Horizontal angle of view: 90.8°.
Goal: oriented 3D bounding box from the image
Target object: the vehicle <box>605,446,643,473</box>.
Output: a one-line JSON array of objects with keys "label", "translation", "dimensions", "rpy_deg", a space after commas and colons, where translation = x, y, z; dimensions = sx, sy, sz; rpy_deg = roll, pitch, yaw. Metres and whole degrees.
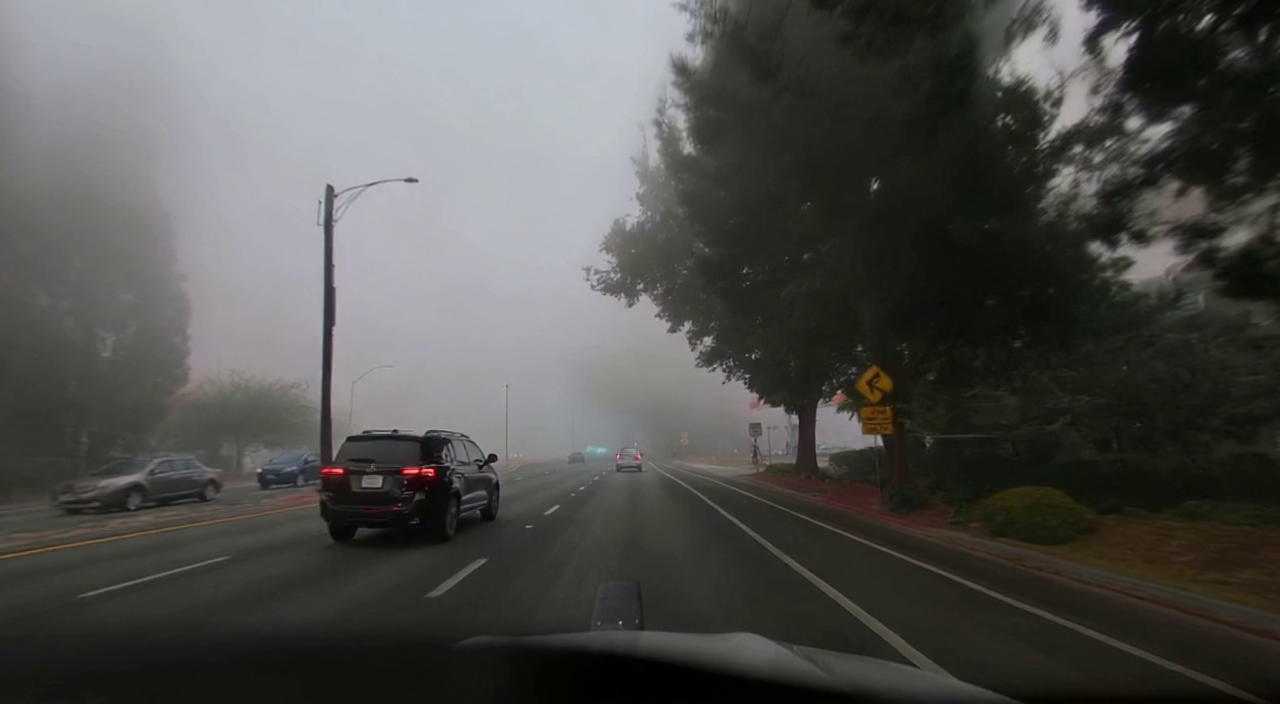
[{"label": "vehicle", "translation": [-1.000, 6.948, 41.192], "dimensions": [2.190, 1.662, 4.167], "rpy_deg": [-1, -8, 3]}]

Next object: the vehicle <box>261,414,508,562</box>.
[{"label": "vehicle", "translation": [-3.567, 1.979, 9.947], "dimensions": [1.985, 1.772, 4.479], "rpy_deg": [0, -8, 0]}]

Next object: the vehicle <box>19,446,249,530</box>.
[{"label": "vehicle", "translation": [-11.652, 3.104, 15.074], "dimensions": [1.929, 1.525, 4.409], "rpy_deg": [-4, -8, -1]}]
